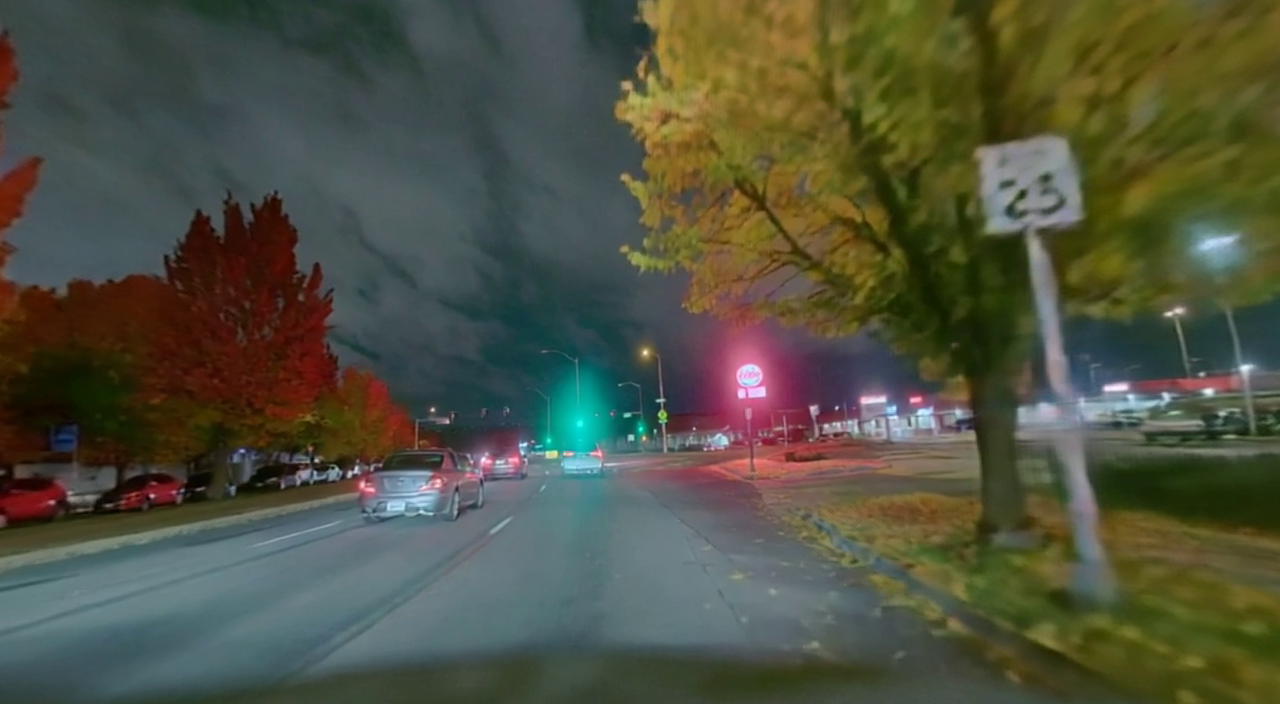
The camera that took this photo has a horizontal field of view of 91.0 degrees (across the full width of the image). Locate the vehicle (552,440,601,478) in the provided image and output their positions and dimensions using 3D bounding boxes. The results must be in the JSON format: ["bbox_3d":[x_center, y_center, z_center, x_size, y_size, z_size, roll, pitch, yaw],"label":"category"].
[{"bbox_3d":[-3.172,5.201,30.876,2.144,1.704,4.028,2,-9,-8],"label":"vehicle"}]

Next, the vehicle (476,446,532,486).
[{"bbox_3d":[-5.796,4.891,27.360,1.974,1.549,4.603,2,-9,-7],"label":"vehicle"}]

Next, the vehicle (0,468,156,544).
[{"bbox_3d":[-15.786,3.969,16.810,1.968,1.574,4.683,0,-9,0],"label":"vehicle"}]

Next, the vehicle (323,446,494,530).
[{"bbox_3d":[-4.846,2.889,14.202,2.090,1.506,5.326,1,-9,-3],"label":"vehicle"}]

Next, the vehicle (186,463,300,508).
[{"bbox_3d":[-16.210,5.452,26.037,2.010,1.530,4.534,1,-9,-4],"label":"vehicle"}]
